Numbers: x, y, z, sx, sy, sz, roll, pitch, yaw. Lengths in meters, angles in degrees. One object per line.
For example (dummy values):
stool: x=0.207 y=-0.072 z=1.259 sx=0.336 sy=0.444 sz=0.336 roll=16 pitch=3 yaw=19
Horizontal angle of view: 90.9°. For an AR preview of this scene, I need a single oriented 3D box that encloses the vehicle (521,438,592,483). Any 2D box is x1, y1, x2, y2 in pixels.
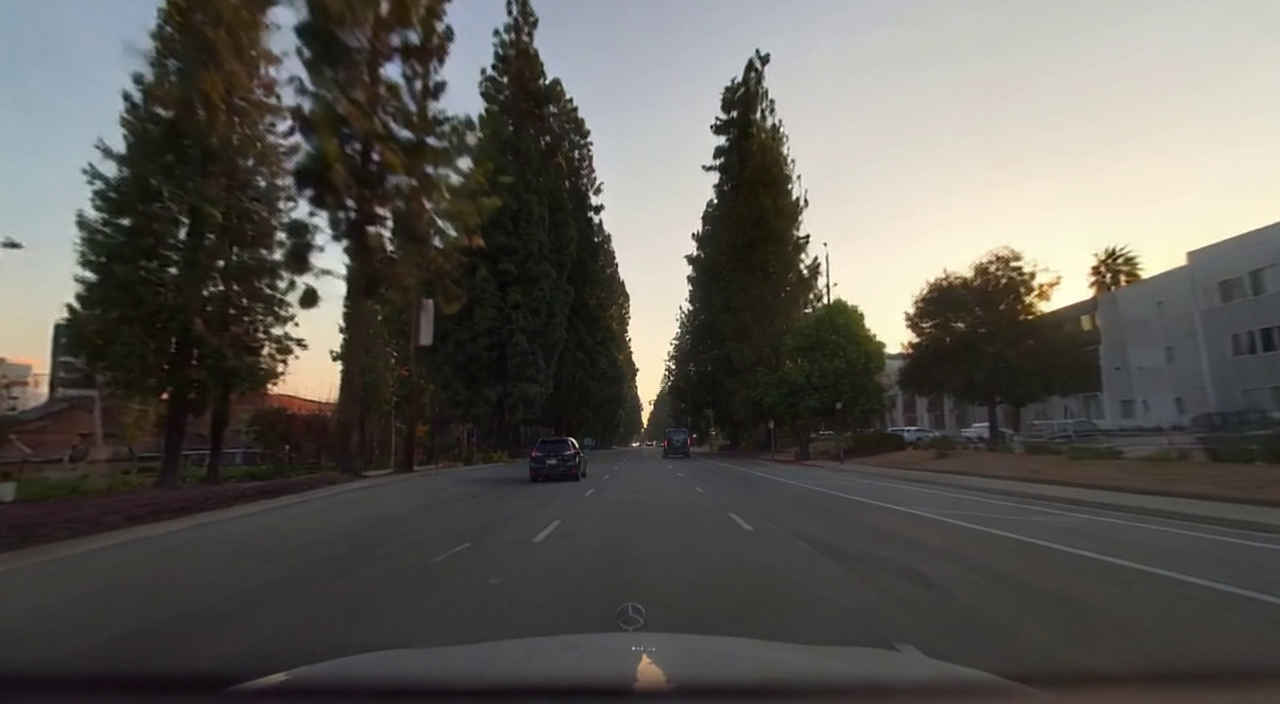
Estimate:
vehicle: x=-3.148 y=4.209 z=24.791 sx=2.129 sy=1.602 sz=4.532 roll=0 pitch=-8 yaw=1
